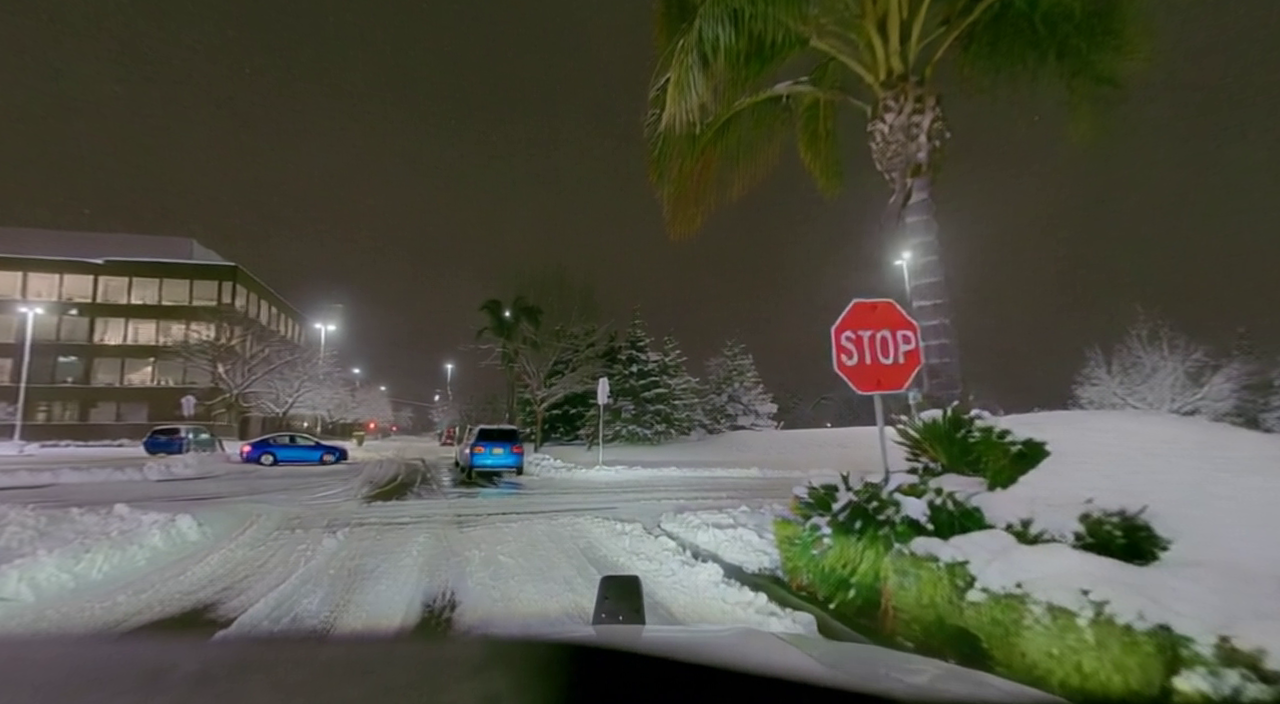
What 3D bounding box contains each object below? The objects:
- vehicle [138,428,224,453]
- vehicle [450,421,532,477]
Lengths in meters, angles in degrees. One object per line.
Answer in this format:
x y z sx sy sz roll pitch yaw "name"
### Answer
-30.732 5.949 42.423 4.457 1.552 1.748 6 -10 -35 "vehicle"
-5.299 3.374 22.077 2.071 1.700 4.367 3 -9 -22 "vehicle"
